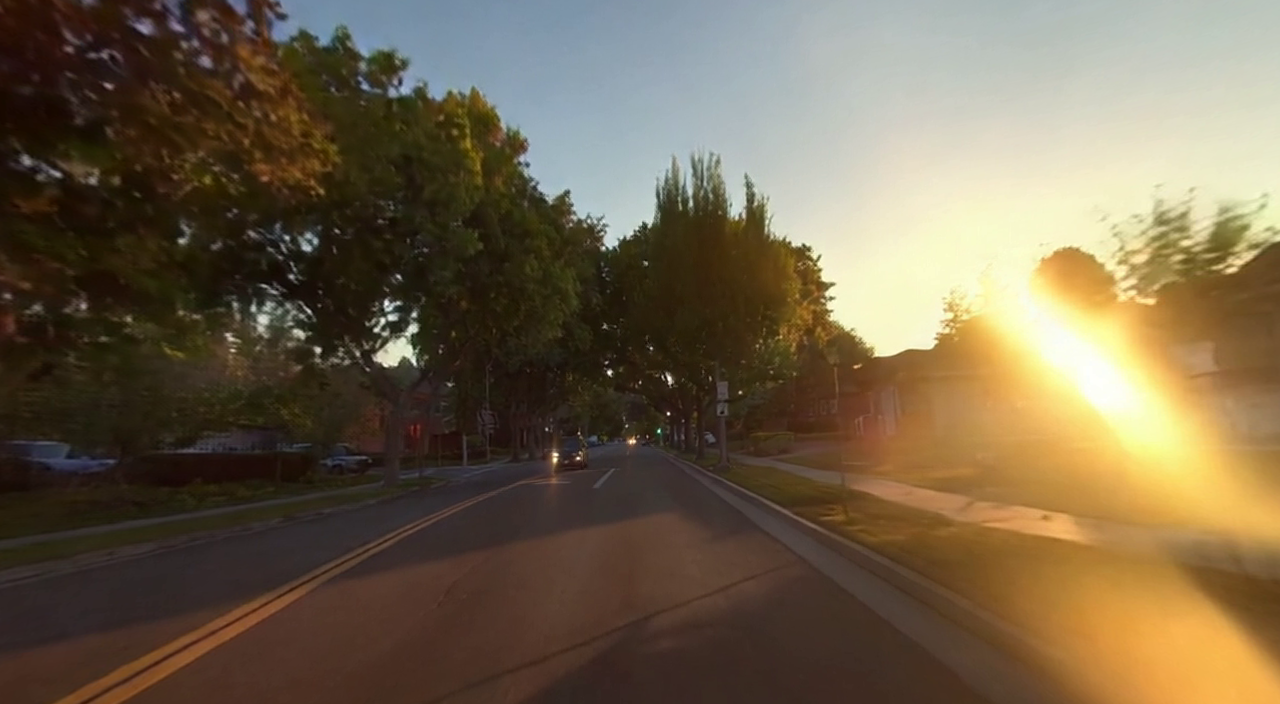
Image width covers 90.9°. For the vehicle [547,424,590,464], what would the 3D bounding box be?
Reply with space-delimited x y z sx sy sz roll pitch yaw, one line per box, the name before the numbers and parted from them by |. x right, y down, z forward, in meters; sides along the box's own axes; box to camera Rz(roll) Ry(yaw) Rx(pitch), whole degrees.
vehicle | -5.242 6.881 47.225 2.303 2.760 5.868 0 -8 2
